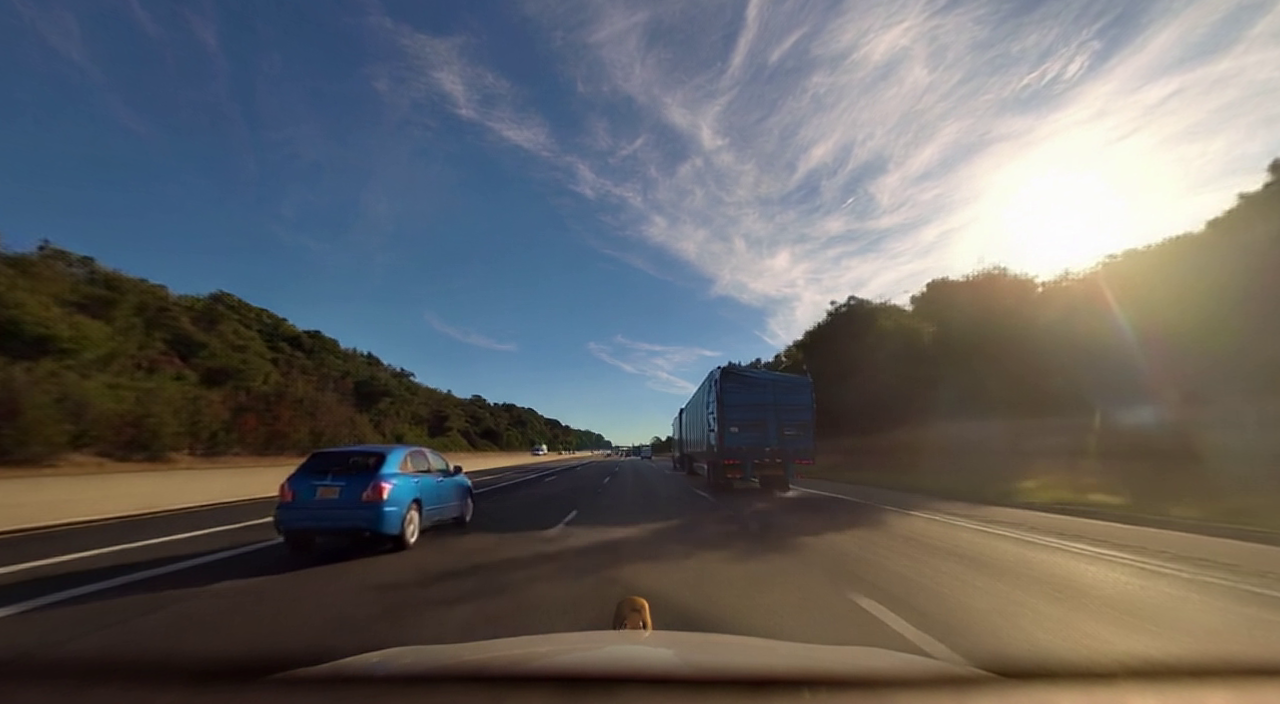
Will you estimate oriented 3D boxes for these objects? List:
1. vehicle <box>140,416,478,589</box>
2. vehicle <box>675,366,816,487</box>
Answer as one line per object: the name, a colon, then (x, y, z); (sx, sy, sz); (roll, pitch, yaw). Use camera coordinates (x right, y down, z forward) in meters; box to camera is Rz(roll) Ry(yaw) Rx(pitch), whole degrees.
vehicle: (-3.792, 1.803, 8.351); (2.115, 1.670, 4.261); (0, -9, 0)
vehicle: (4.151, 3.938, 30.749); (3.532, 4.201, 17.611); (0, -9, -1)
